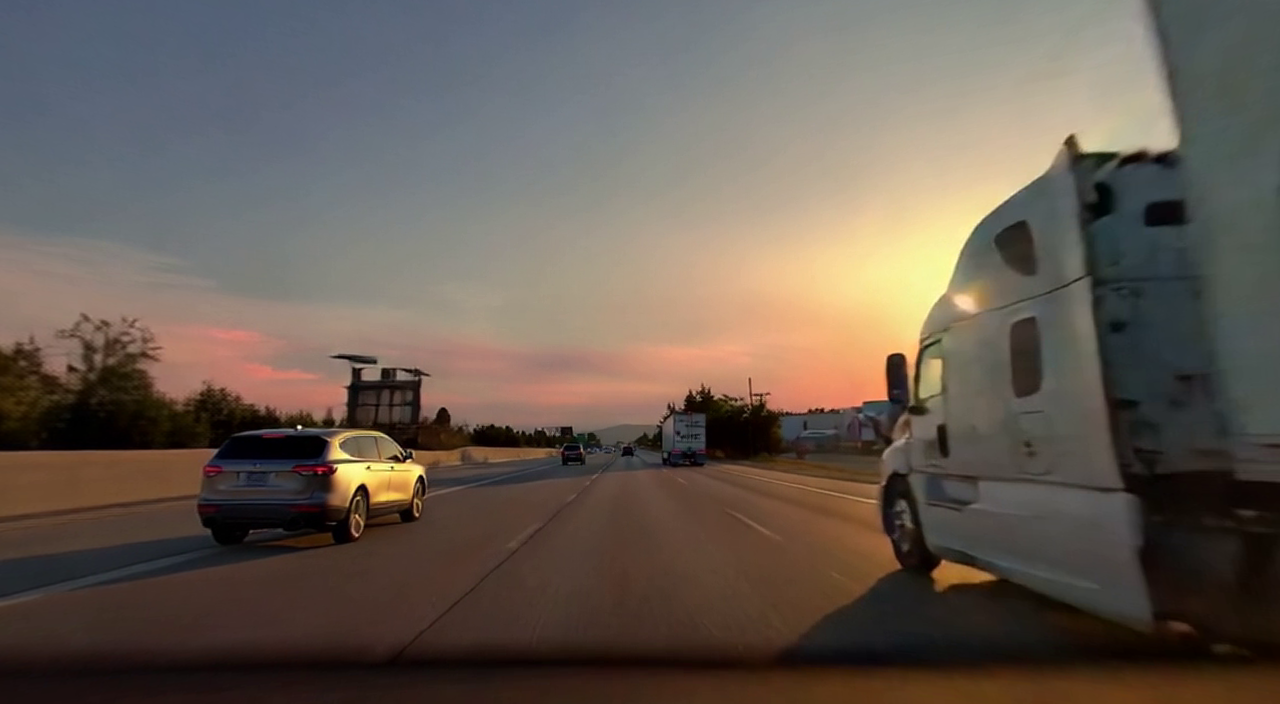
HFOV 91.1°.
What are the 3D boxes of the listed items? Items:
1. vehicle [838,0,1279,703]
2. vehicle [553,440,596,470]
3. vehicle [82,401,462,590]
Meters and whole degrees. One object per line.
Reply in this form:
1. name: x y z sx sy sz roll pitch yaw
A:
1. vehicle: 4.227 0.178 5.176 3.030 3.918 6.108 0 -9 -1
2. vehicle: -3.911 6.238 38.225 2.139 1.716 4.530 0 -9 -1
3. vehicle: -4.143 1.708 8.315 2.202 1.760 4.617 0 -9 0
